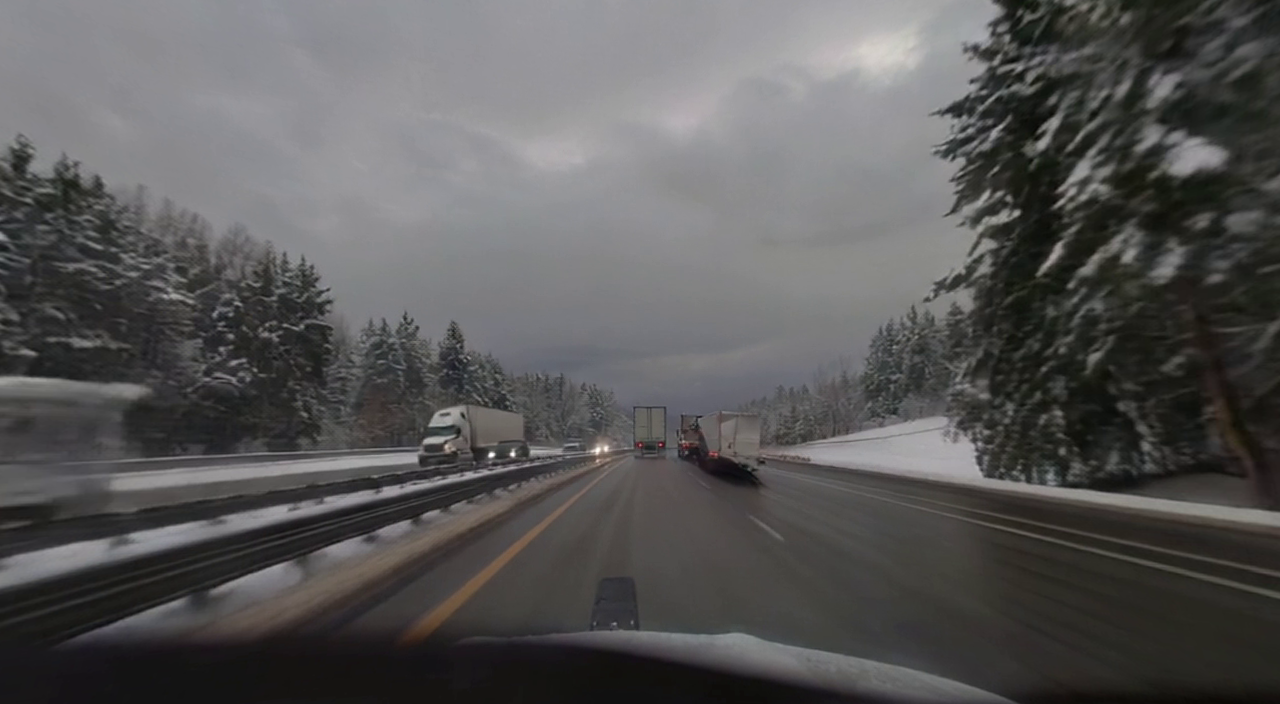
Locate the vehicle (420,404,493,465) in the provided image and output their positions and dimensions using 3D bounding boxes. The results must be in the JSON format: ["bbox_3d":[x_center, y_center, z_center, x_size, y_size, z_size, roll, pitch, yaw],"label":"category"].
[{"bbox_3d":[-12.685,5.823,44.217,2.939,3.930,6.425,-1,-8,2],"label":"vehicle"}]

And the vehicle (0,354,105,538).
[{"bbox_3d":[-8.769,0.880,5.698,2.193,2.189,6.439,0,-8,0],"label":"vehicle"}]

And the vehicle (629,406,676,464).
[{"bbox_3d":[0.678,5.294,39.988,2.644,3.247,7.454,0,-8,-1],"label":"vehicle"}]

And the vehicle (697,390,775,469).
[{"bbox_3d":[4.673,3.979,31.993,2.956,3.604,6.277,0,-8,0],"label":"vehicle"}]
